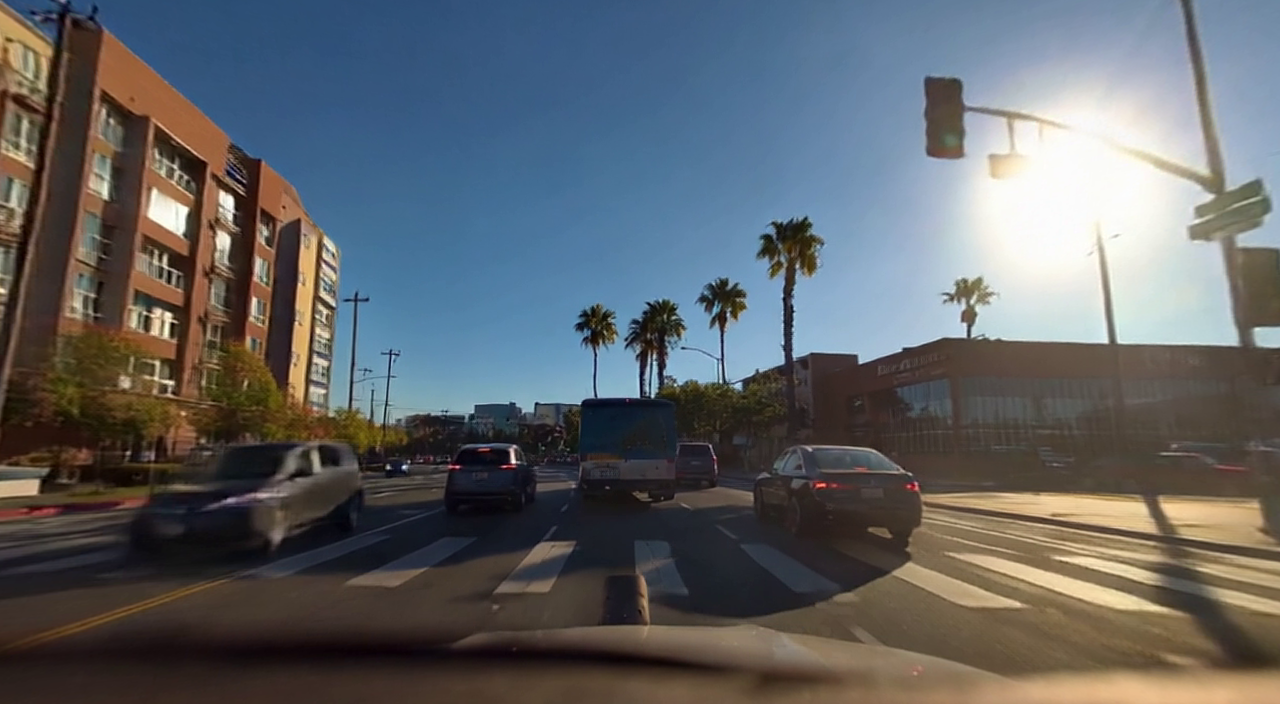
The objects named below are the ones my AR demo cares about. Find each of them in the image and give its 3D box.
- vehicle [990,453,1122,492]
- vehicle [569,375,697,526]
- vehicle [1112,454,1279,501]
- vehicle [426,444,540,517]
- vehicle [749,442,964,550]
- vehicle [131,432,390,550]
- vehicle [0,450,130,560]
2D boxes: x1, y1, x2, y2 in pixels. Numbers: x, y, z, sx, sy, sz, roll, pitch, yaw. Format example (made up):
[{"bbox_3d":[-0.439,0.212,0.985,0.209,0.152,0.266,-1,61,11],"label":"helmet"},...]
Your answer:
[{"bbox_3d":[18.914,5.445,28.805,1.942,1.583,4.579,4,-9,-24],"label":"vehicle"},{"bbox_3d":[-0.455,2.373,15.496,2.517,2.926,6.177,1,-9,-6],"label":"vehicle"},{"bbox_3d":[21.227,4.711,24.007,1.819,1.498,4.664,4,-9,-26],"label":"vehicle"},{"bbox_3d":[-3.797,3.139,16.000,2.033,1.555,4.408,0,-9,-4],"label":"vehicle"},{"bbox_3d":[3.519,2.411,11.361,1.978,1.507,4.636,0,-9,-4],"label":"vehicle"},{"bbox_3d":[-6.419,2.356,11.408,2.165,1.690,4.322,0,-9,-3],"label":"vehicle"},{"bbox_3d":[-9.863,2.166,8.869,1.873,1.510,4.151,0,-8,-2],"label":"vehicle"}]
